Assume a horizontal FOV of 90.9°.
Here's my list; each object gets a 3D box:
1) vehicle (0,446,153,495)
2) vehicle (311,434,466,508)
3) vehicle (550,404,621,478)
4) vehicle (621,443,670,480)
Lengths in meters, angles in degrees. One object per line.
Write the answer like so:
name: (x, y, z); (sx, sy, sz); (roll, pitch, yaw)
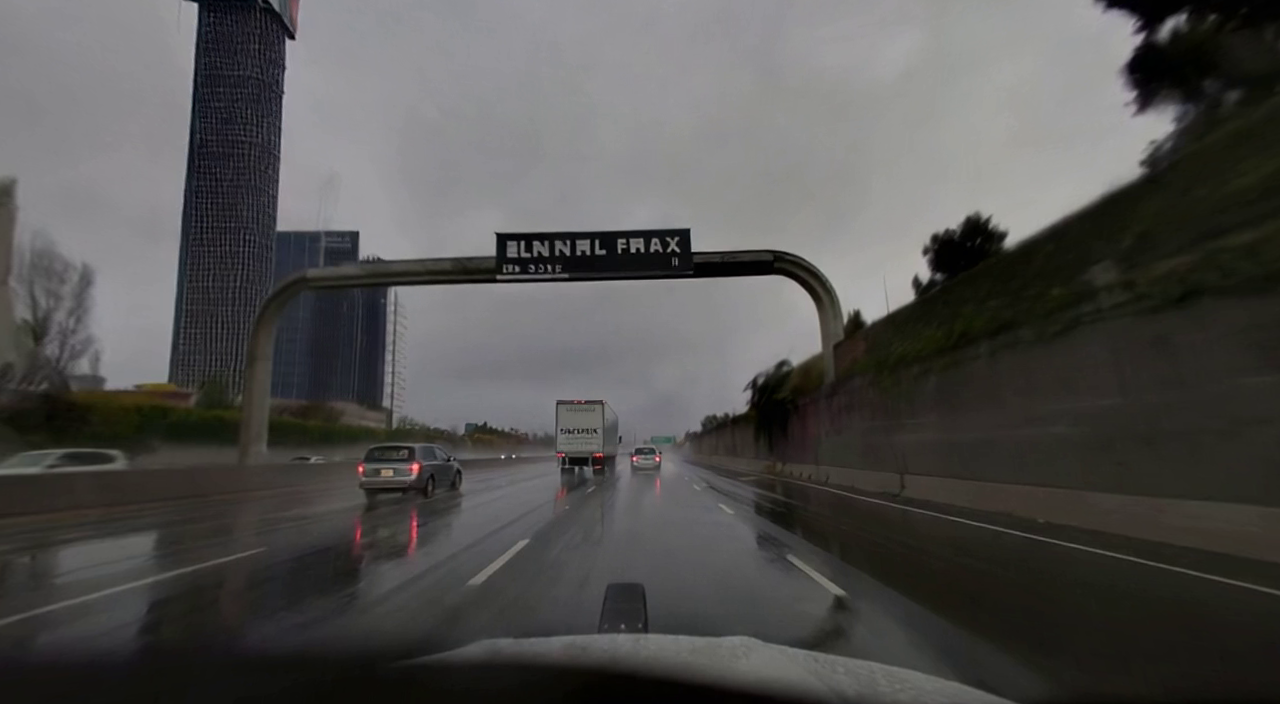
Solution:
vehicle: (-19.258, 3.936, 21.359); (1.893, 1.454, 4.479); (0, -9, 0)
vehicle: (-6.380, 3.073, 16.687); (2.124, 1.674, 4.541); (0, -9, 1)
vehicle: (-2.713, 4.874, 34.064); (2.794, 3.460, 8.595); (0, -9, 2)
vehicle: (0.256, 5.151, 29.855); (2.168, 1.597, 3.615); (0, -9, 1)
